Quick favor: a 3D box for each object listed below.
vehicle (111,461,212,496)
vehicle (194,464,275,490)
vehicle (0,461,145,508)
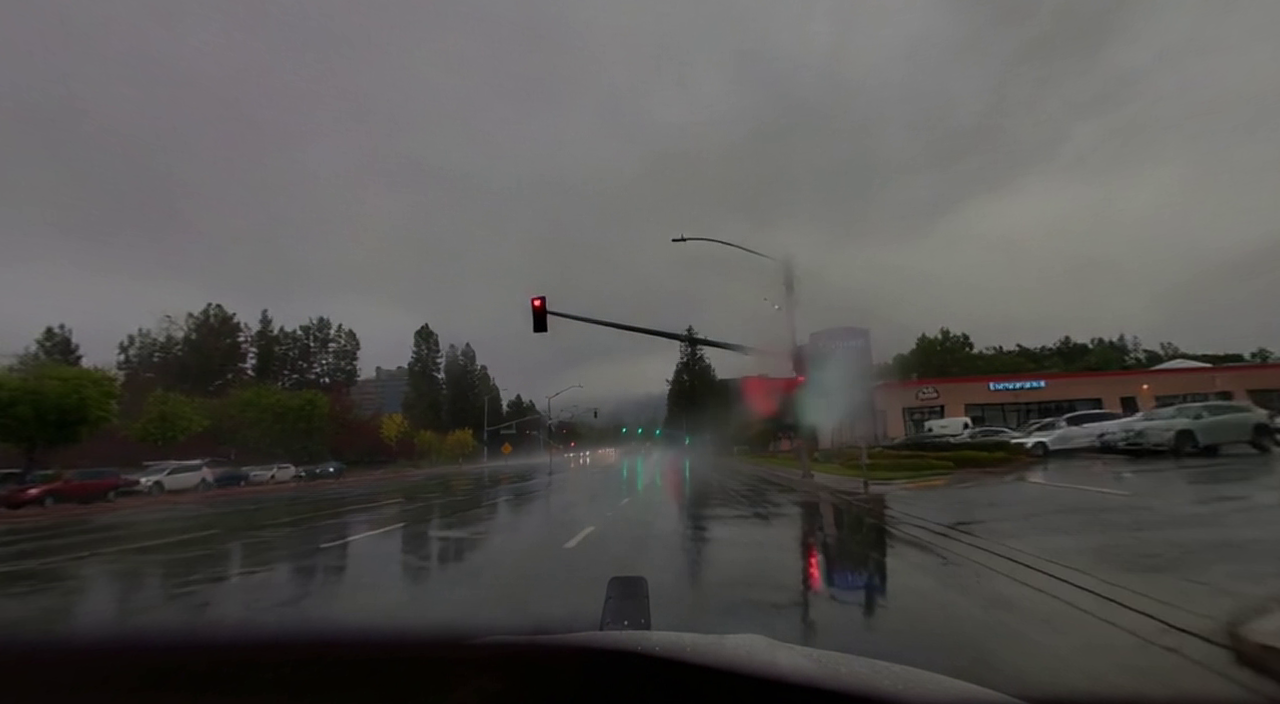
[{"bbox_3d":[-28.008,7.371,37.086,2.009,1.798,4.673,-1,-8,4],"label":"vehicle"},{"bbox_3d":[-24.512,7.545,38.302,1.827,1.370,4.191,-1,-8,6],"label":"vehicle"},{"bbox_3d":[-22.634,5.196,25.072,1.918,1.503,4.632,-6,-10,5],"label":"vehicle"}]
